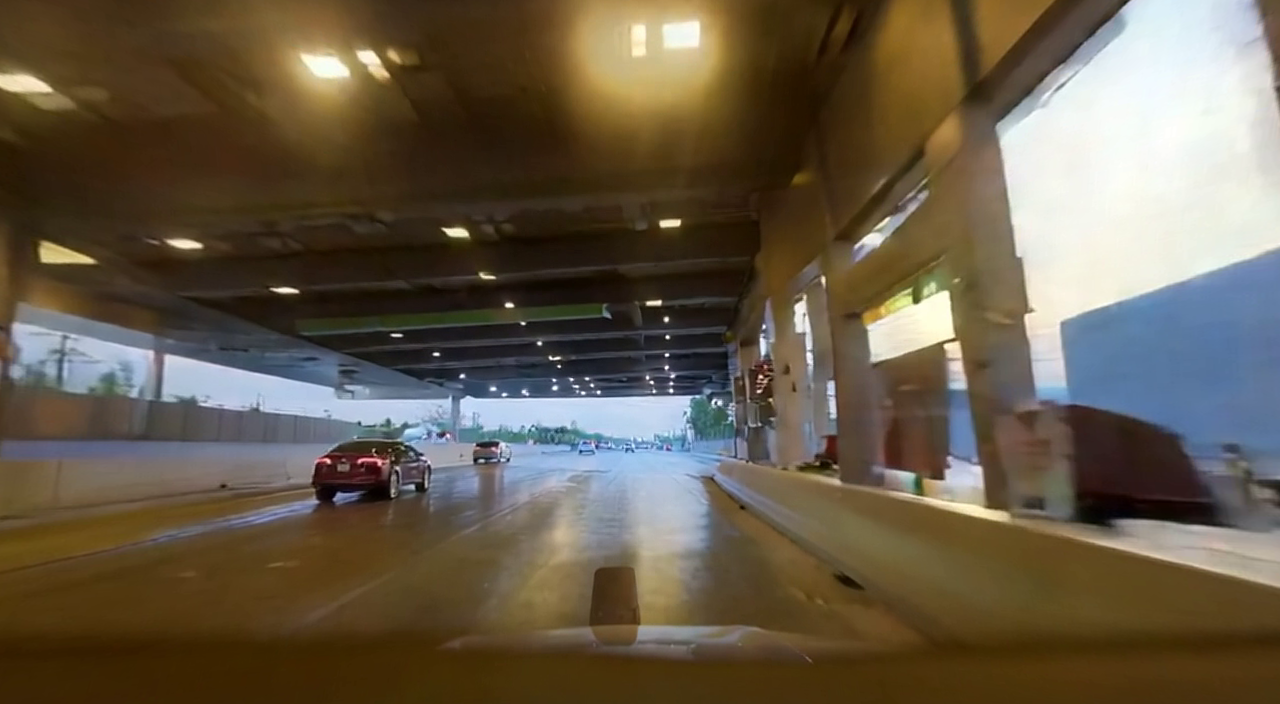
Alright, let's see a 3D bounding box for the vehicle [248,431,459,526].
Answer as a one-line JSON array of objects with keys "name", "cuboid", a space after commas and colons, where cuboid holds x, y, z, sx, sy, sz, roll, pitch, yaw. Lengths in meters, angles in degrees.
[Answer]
[{"name": "vehicle", "cuboid": [-5.090, 2.303, 12.060, 1.981, 1.465, 4.334, 0, -9, 0]}]
